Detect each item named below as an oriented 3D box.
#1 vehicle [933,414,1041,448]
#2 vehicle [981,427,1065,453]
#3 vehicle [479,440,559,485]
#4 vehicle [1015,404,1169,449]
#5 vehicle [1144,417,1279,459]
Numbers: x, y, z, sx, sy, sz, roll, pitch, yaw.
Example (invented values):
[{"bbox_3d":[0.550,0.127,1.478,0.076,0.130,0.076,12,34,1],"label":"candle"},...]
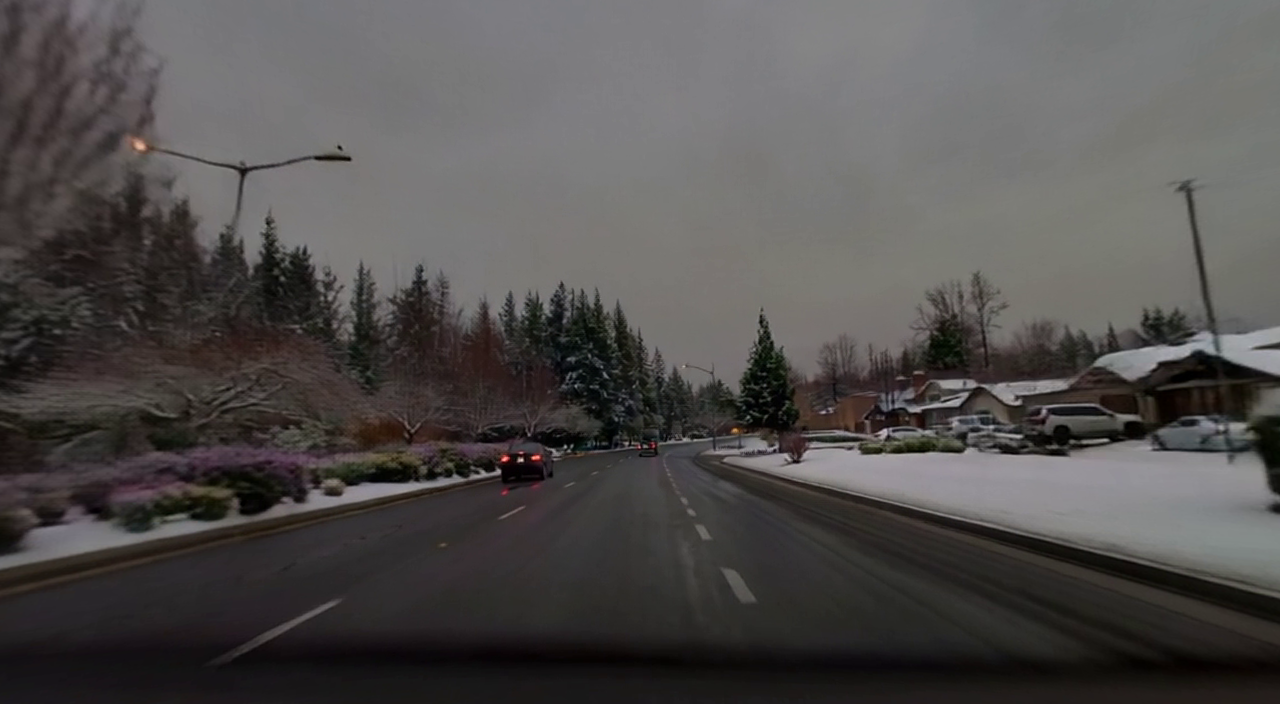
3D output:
[{"bbox_3d":[20.952,4.817,38.042,5.294,1.978,2.201,1,-9,-7],"label":"vehicle"},{"bbox_3d":[21.335,4.935,35.042,3.648,1.427,1.686,1,-9,-6],"label":"vehicle"},{"bbox_3d":[-4.293,3.994,23.079,2.036,1.478,4.508,0,-9,0],"label":"vehicle"},{"bbox_3d":[21.188,3.546,29.612,5.458,2.044,2.299,0,-9,-2],"label":"vehicle"},{"bbox_3d":[21.612,3.185,23.376,4.168,1.489,1.768,0,-7,0],"label":"vehicle"}]
